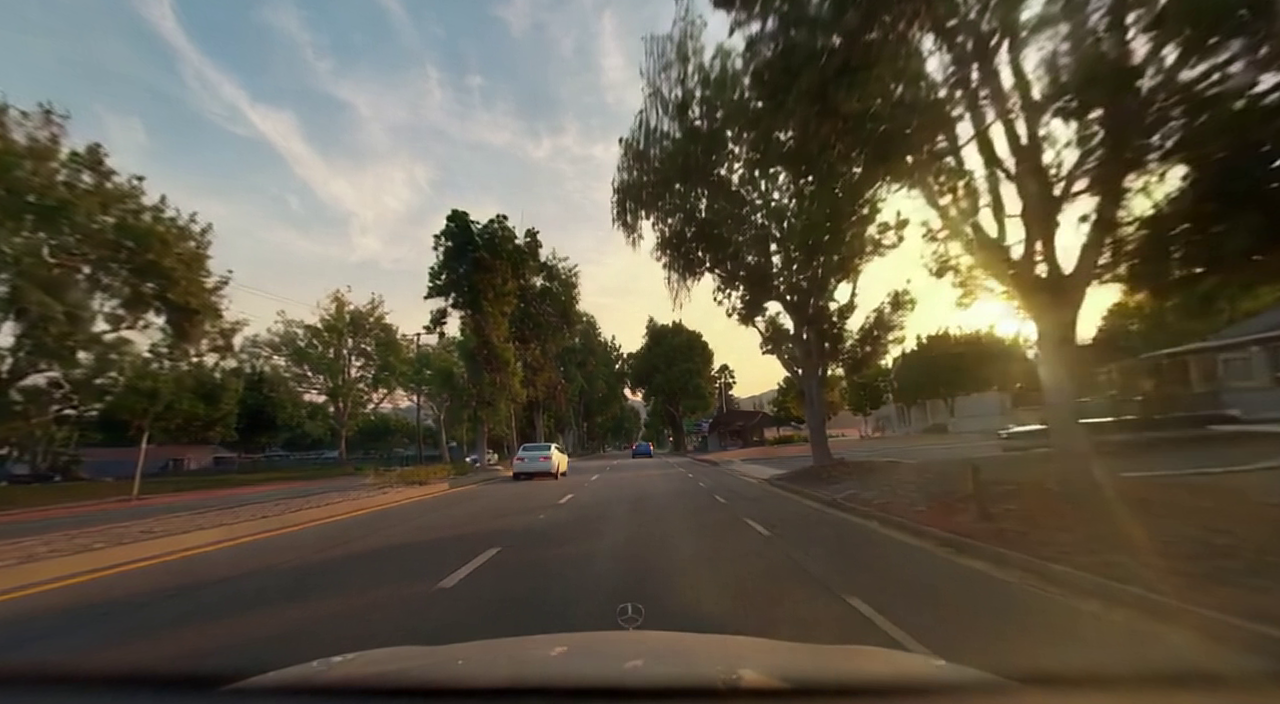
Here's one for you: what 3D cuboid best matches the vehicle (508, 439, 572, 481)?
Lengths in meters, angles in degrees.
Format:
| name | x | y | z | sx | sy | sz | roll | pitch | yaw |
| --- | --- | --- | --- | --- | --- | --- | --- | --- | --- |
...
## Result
| name | x | y | z | sx | sy | sz | roll | pitch | yaw |
| --- | --- | --- | --- | --- | --- | --- | --- | --- | --- |
| vehicle | -4.154 | 4.545 | 26.856 | 1.914 | 1.630 | 4.351 | 0 | -8 | 1 |
